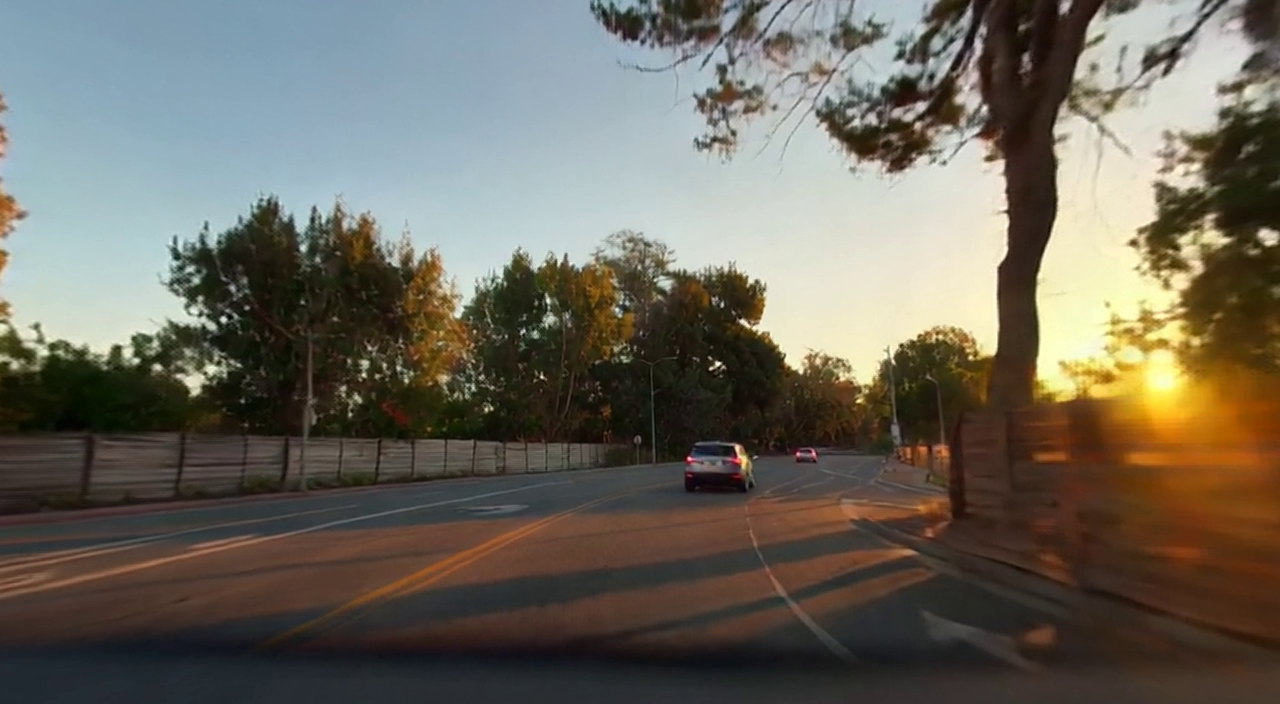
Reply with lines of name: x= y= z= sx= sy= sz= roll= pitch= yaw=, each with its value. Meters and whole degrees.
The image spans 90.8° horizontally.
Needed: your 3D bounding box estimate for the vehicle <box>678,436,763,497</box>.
vehicle: x=2.888 y=3.853 z=21.720 sx=2.230 sy=1.827 sz=4.580 roll=-2 pitch=-9 yaw=15
